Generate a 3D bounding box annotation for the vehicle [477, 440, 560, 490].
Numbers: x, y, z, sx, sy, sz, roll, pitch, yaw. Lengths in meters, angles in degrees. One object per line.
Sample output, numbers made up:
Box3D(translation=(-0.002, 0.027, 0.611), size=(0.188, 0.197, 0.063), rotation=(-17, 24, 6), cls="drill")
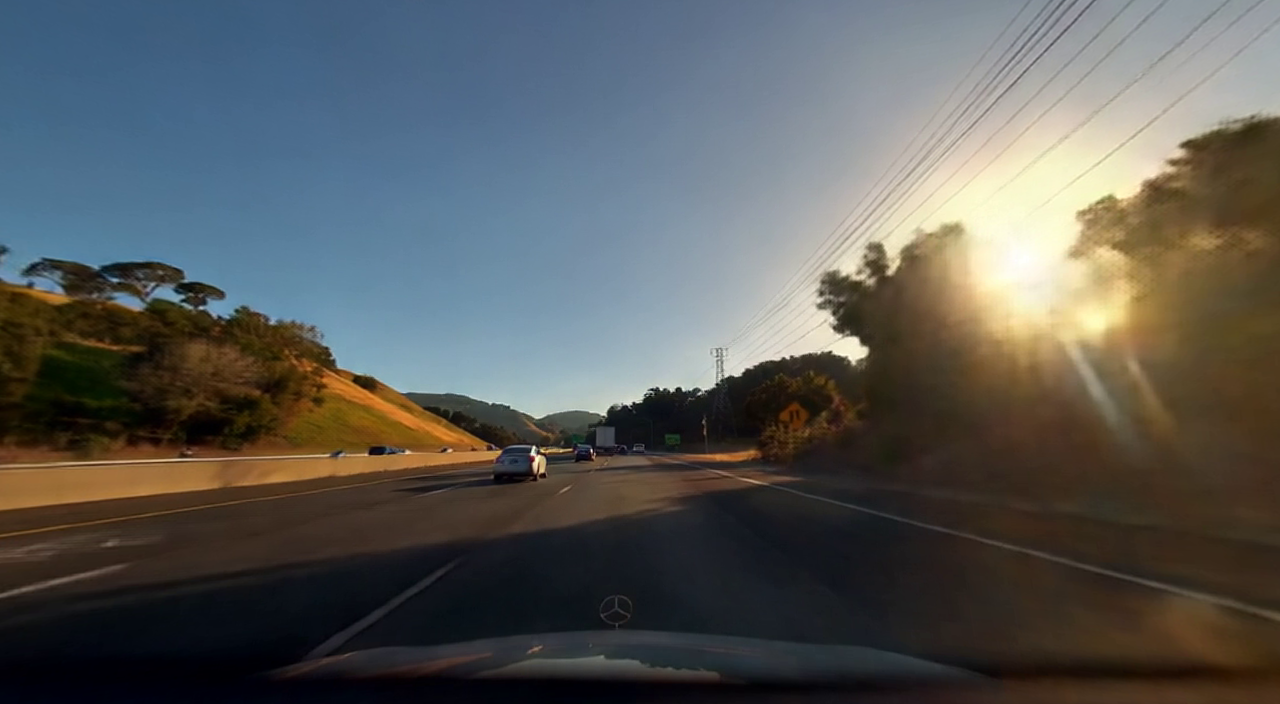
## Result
Box3D(translation=(-4.053, 3.854, 21.879), size=(1.963, 1.533, 4.477), rotation=(0, -9, 0), cls="vehicle")
